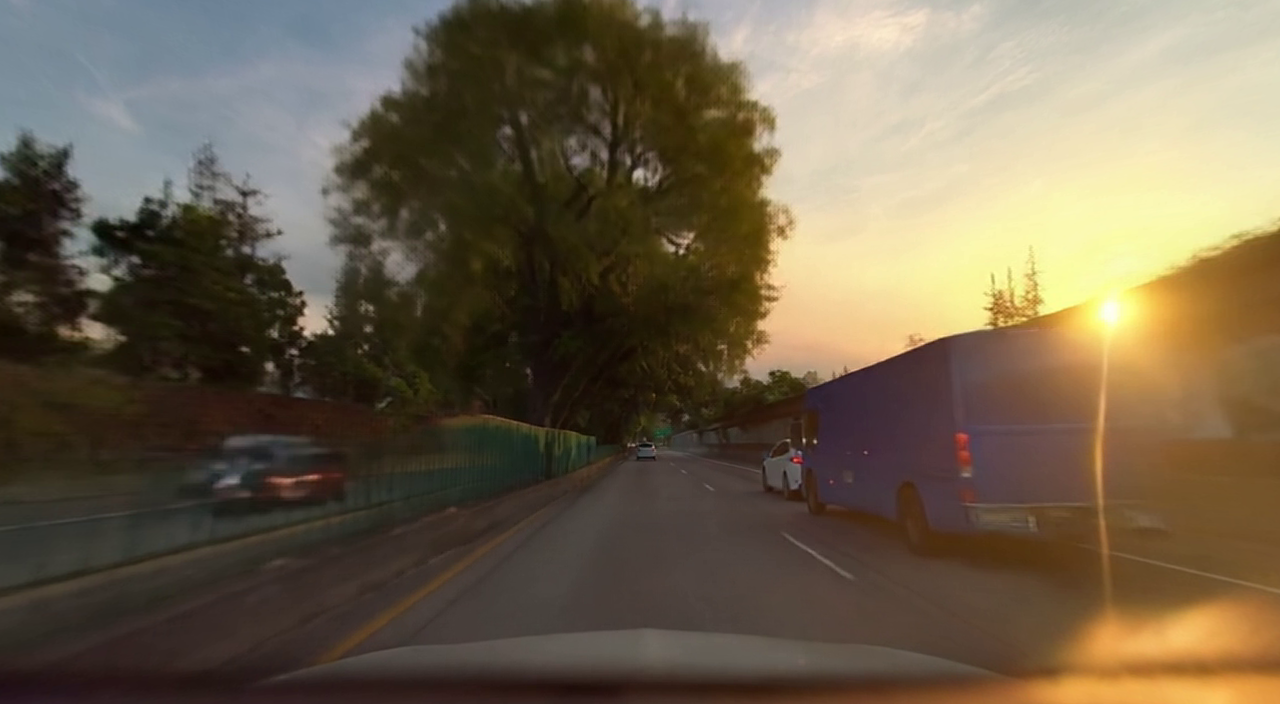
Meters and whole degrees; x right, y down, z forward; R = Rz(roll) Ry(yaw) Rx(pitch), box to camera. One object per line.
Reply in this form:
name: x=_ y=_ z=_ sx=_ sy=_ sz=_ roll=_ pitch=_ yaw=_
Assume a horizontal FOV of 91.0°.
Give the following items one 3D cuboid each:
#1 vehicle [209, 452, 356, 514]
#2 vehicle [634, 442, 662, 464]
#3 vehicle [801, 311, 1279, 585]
vehicle: x=-9.909 y=3.619 z=17.845 sx=1.914 sy=1.495 sz=3.809 roll=0 pitch=-8 yaw=0
vehicle: x=0.569 y=7.686 z=47.922 sx=2.030 sy=1.572 sz=4.067 roll=0 pitch=-8 yaw=0
vehicle: x=4.786 y=1.411 z=9.658 sx=2.712 sy=2.659 sz=6.992 roll=0 pitch=-8 yaw=0
